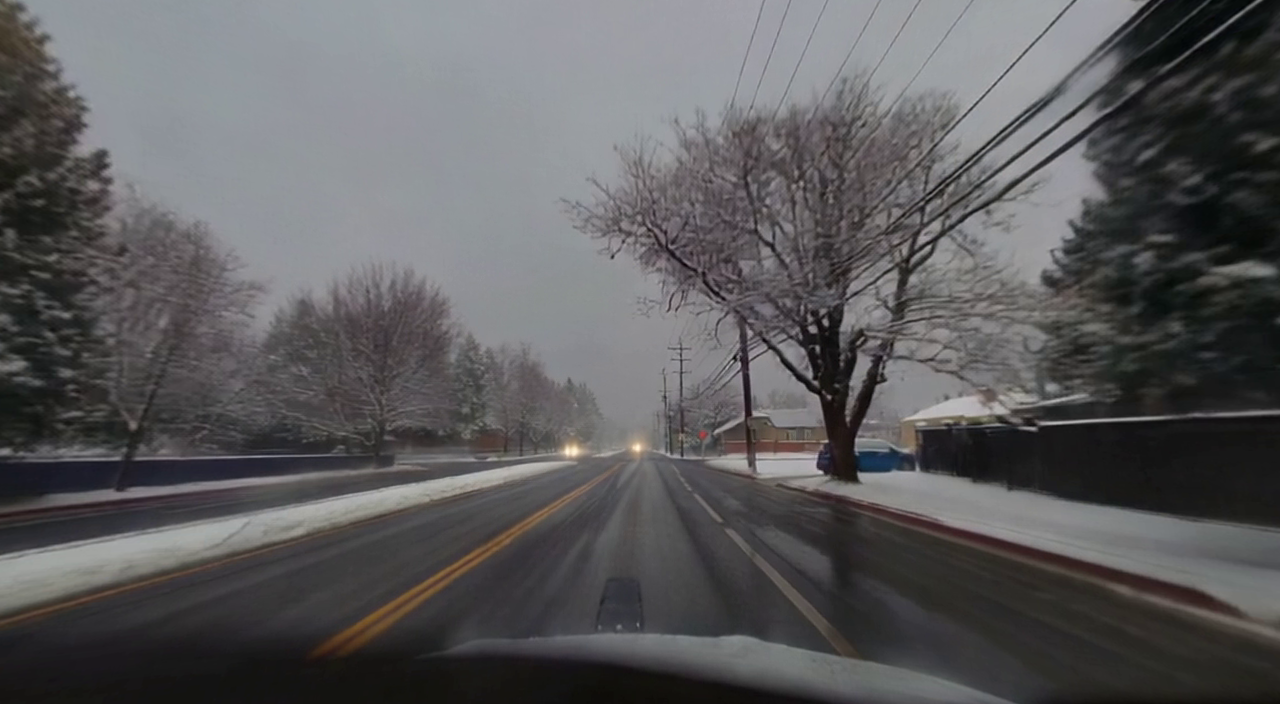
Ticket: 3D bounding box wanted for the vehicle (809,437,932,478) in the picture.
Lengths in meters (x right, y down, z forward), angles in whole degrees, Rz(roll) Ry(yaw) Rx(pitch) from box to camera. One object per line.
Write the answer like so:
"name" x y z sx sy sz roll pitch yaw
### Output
"vehicle" 9.701 4.468 26.830 4.387 1.680 1.958 1 -9 -3
